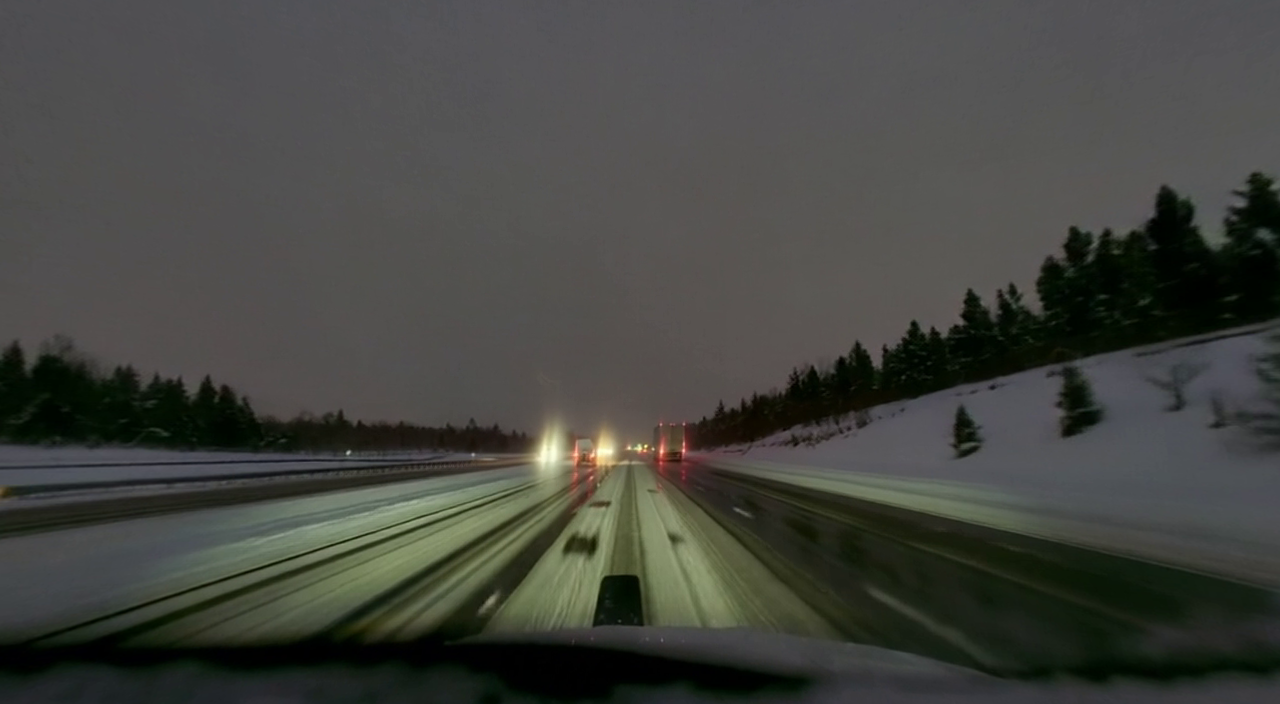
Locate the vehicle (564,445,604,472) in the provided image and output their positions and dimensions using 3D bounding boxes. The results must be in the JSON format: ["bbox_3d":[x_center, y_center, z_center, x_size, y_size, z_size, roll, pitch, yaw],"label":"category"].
[{"bbox_3d":[-3.322,6.472,38.265,2.100,1.525,4.179,0,-9,0],"label":"vehicle"}]
